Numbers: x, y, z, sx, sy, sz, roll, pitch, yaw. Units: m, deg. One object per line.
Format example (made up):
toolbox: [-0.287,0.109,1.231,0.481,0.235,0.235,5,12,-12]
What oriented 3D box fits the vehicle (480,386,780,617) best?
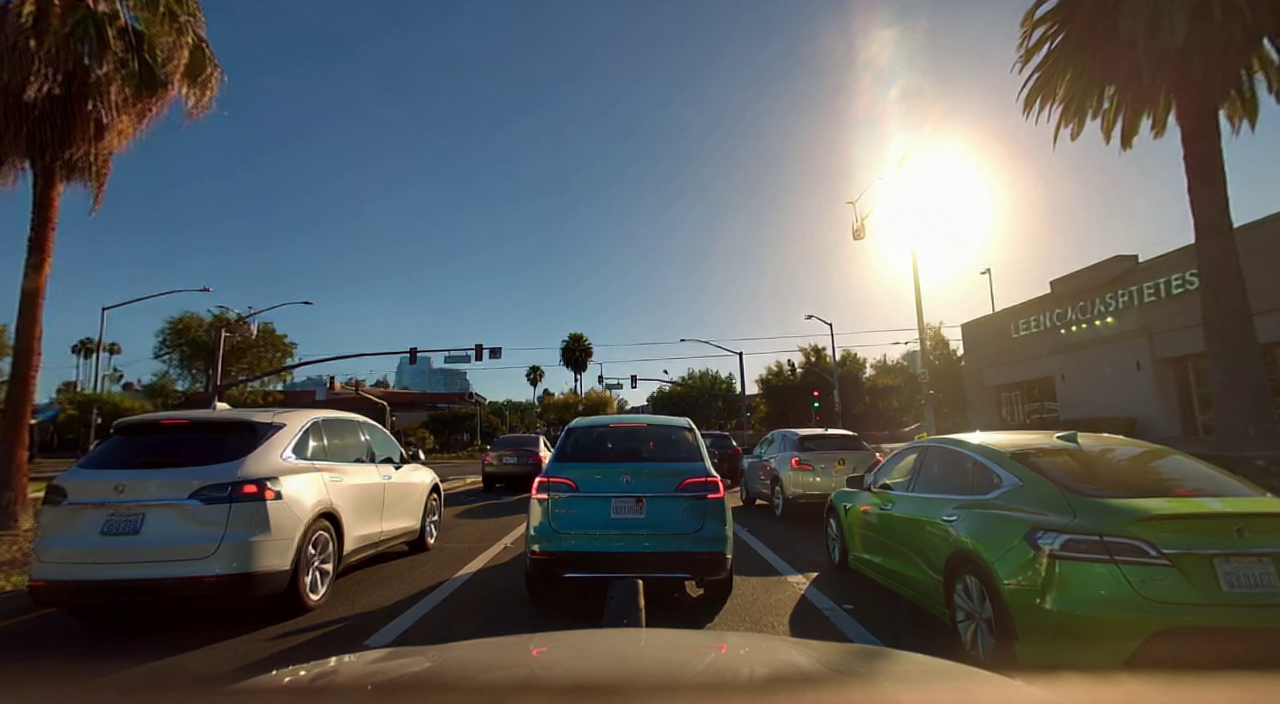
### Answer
vehicle: [-0.133,1.462,7.073,2.280,1.747,4.361,0,-8,-2]

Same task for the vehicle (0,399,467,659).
vehicle: [-3.344,1.384,6.056,2.014,1.534,4.455,0,-8,1]

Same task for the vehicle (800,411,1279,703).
vehicle: [2.975,1.368,5.253,2.017,1.491,4.611,0,-8,-1]
